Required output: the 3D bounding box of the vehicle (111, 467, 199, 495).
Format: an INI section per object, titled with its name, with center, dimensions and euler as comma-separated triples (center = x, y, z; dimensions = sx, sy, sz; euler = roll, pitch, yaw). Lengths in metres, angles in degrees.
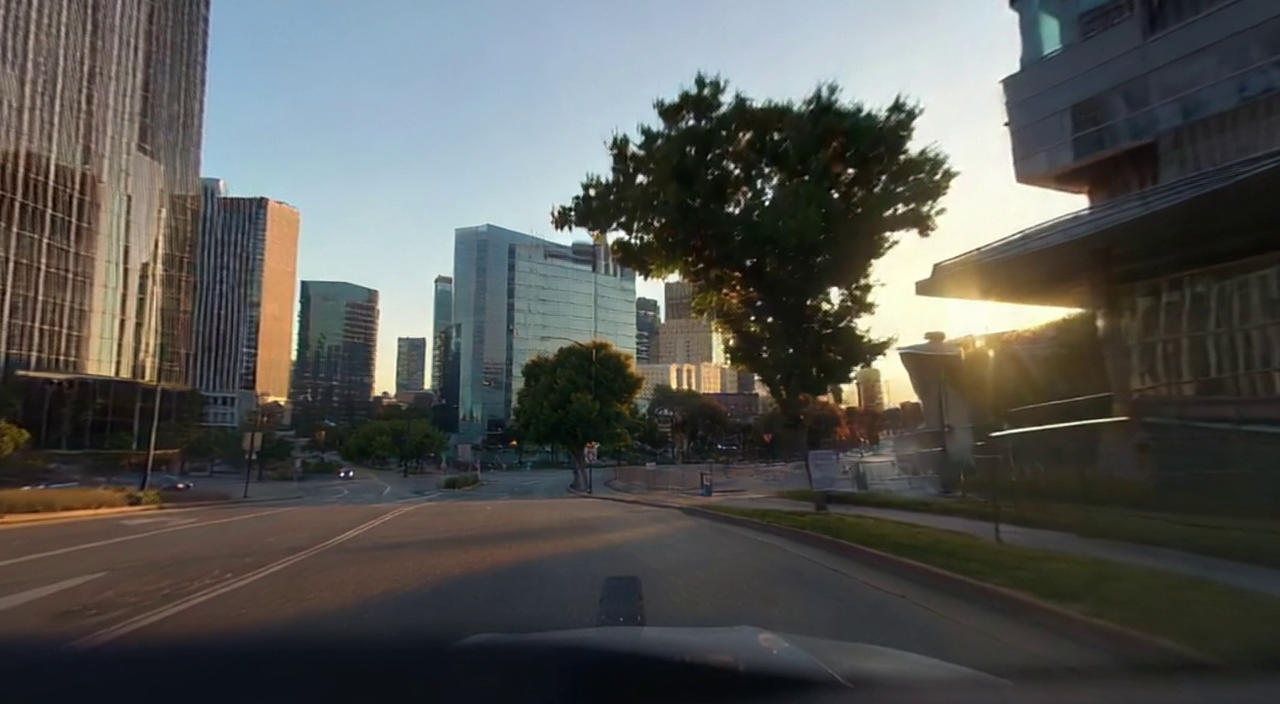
[vehicle]
center = -33.525, 8.913, 43.694
dimensions = 4.473, 1.778, 2.125
euler = -1, -9, 7
